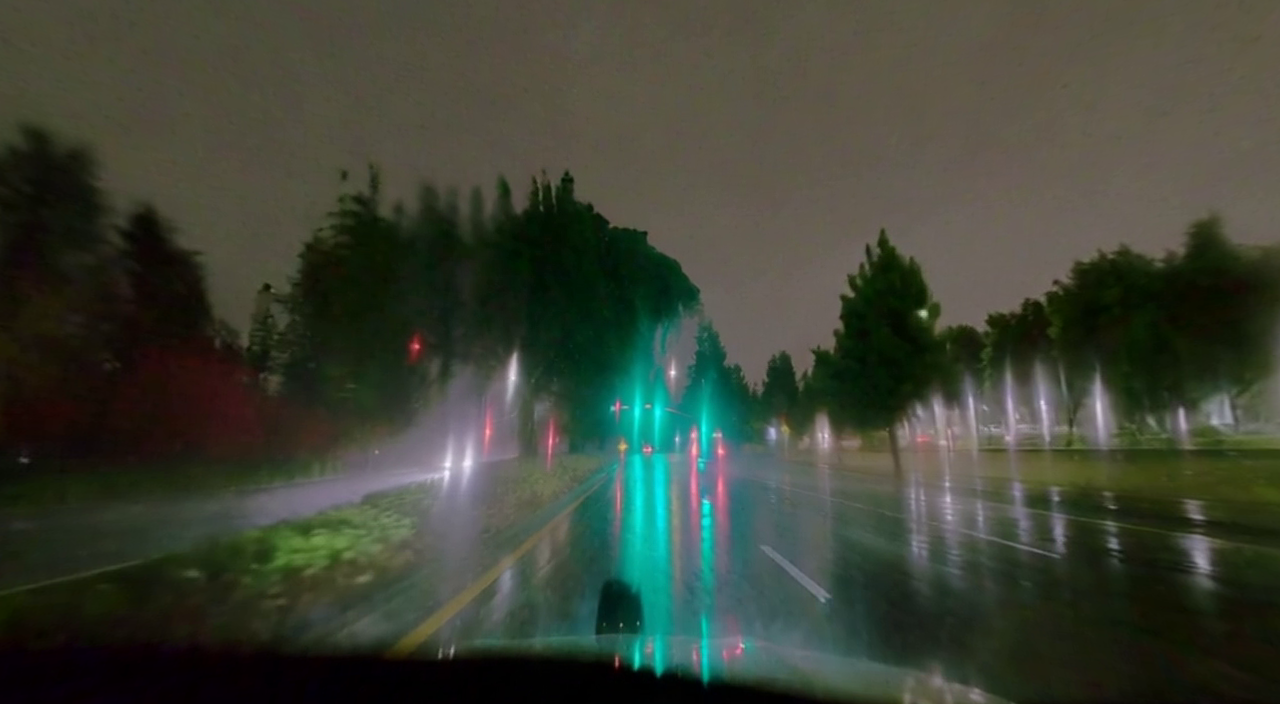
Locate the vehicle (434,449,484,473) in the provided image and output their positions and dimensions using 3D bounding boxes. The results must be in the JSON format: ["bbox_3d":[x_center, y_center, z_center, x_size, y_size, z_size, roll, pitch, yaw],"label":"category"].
[{"bbox_3d":[-11.964,7.232,42.059,2.006,1.475,4.589,0,-8,-1],"label":"vehicle"}]

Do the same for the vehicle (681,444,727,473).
[{"bbox_3d":[3.446,5.837,34.815,2.056,1.483,4.091,0,-8,-1],"label":"vehicle"}]
